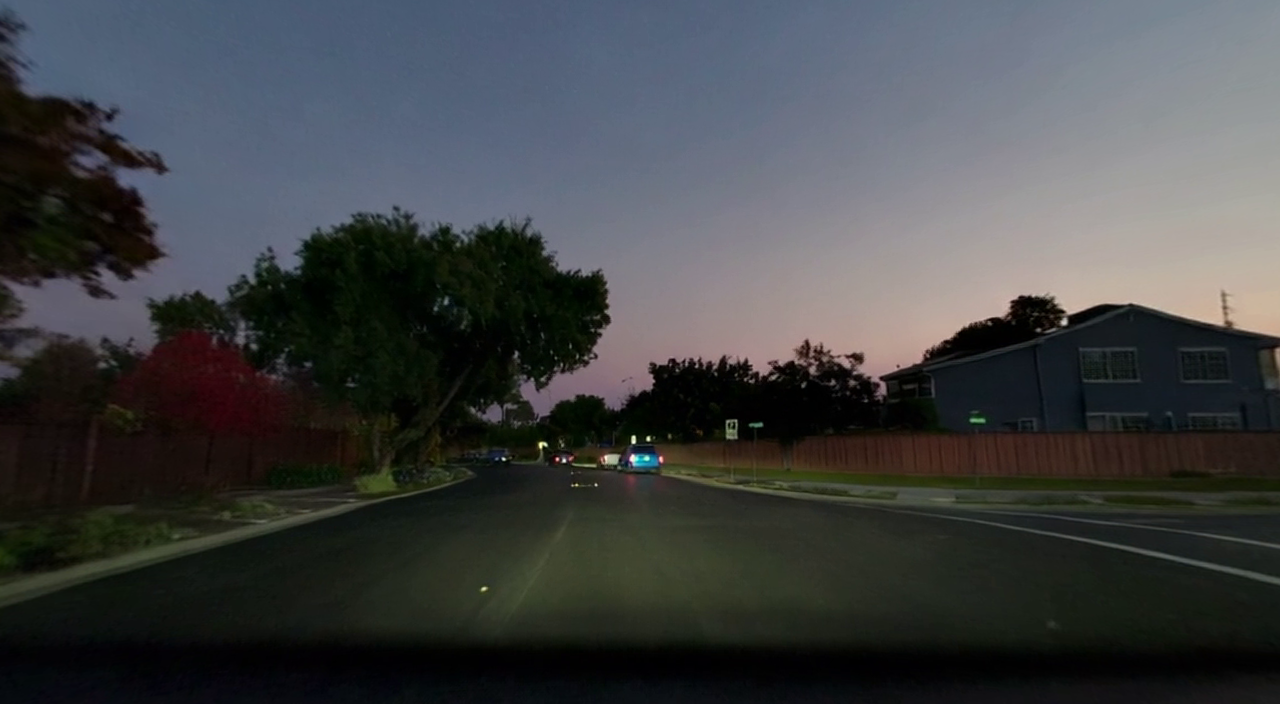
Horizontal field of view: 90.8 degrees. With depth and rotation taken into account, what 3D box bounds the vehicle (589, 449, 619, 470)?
[{"bbox_3d":[-2.689,7.913,46.715,2.064,1.477,3.968,1,-9,-4],"label":"vehicle"}]
